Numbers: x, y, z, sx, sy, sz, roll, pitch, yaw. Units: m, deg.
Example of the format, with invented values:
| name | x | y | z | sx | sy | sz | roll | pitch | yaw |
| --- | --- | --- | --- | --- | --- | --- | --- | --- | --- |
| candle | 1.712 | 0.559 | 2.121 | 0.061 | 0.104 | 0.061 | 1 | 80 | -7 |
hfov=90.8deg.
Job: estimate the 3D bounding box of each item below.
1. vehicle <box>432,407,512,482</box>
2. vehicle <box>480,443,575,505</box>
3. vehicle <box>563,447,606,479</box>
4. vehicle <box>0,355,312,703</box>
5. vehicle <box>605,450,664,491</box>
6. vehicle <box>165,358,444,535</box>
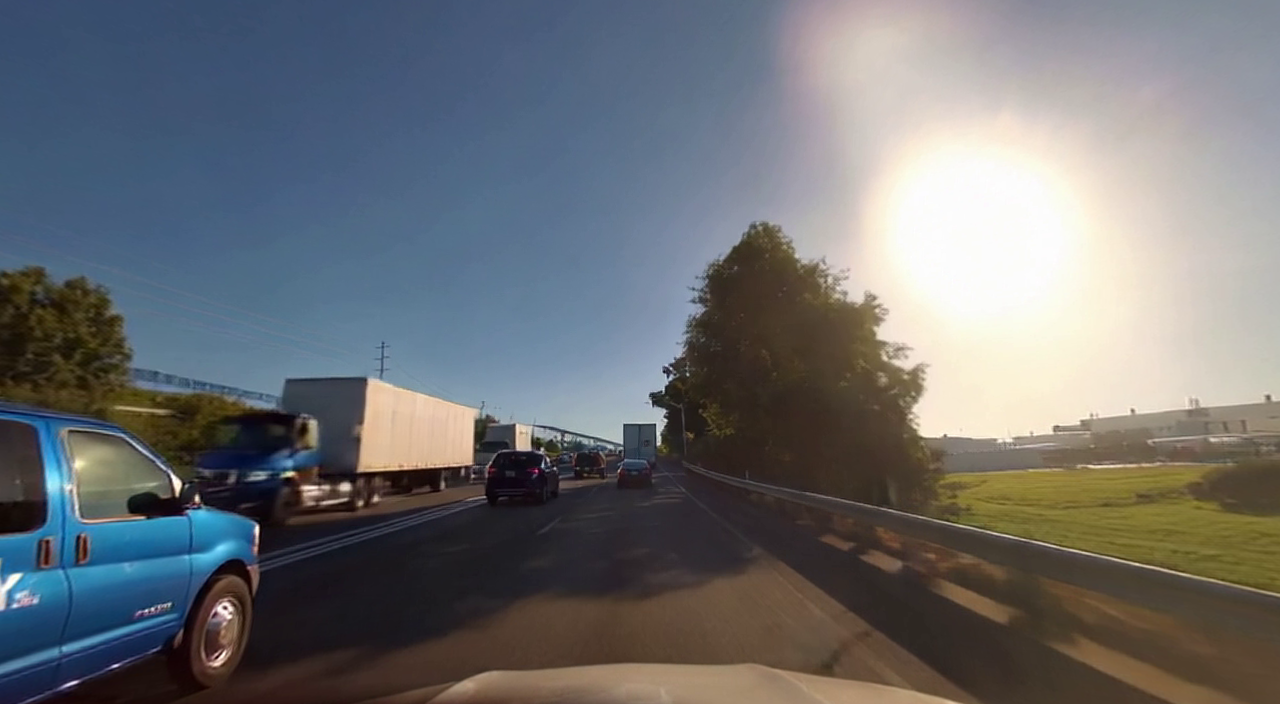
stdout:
| name | x | y | z | sx | sy | sz | roll | pitch | yaw |
| --- | --- | --- | --- | --- | --- | --- | --- | --- | --- |
| vehicle | -9.679 | 5.451 | 37.075 | 3.024 | 4.011 | 5.853 | 0 | -9 | 0 |
| vehicle | -3.151 | 3.501 | 18.559 | 1.937 | 1.600 | 4.141 | 0 | -9 | 1 |
| vehicle | -3.023 | 6.170 | 35.243 | 1.994 | 1.663 | 4.047 | 0 | -9 | 1 |
| vehicle | -3.107 | 0.789 | 1.521 | 2.117 | 1.688 | 4.582 | 0 | -9 | 1 |
| vehicle | -0.195 | 4.488 | 24.241 | 2.095 | 1.393 | 3.908 | 0 | -9 | 0 |
| vehicle | -6.888 | 2.117 | 14.376 | 2.633 | 3.064 | 6.542 | -1 | -8 | 1 |
